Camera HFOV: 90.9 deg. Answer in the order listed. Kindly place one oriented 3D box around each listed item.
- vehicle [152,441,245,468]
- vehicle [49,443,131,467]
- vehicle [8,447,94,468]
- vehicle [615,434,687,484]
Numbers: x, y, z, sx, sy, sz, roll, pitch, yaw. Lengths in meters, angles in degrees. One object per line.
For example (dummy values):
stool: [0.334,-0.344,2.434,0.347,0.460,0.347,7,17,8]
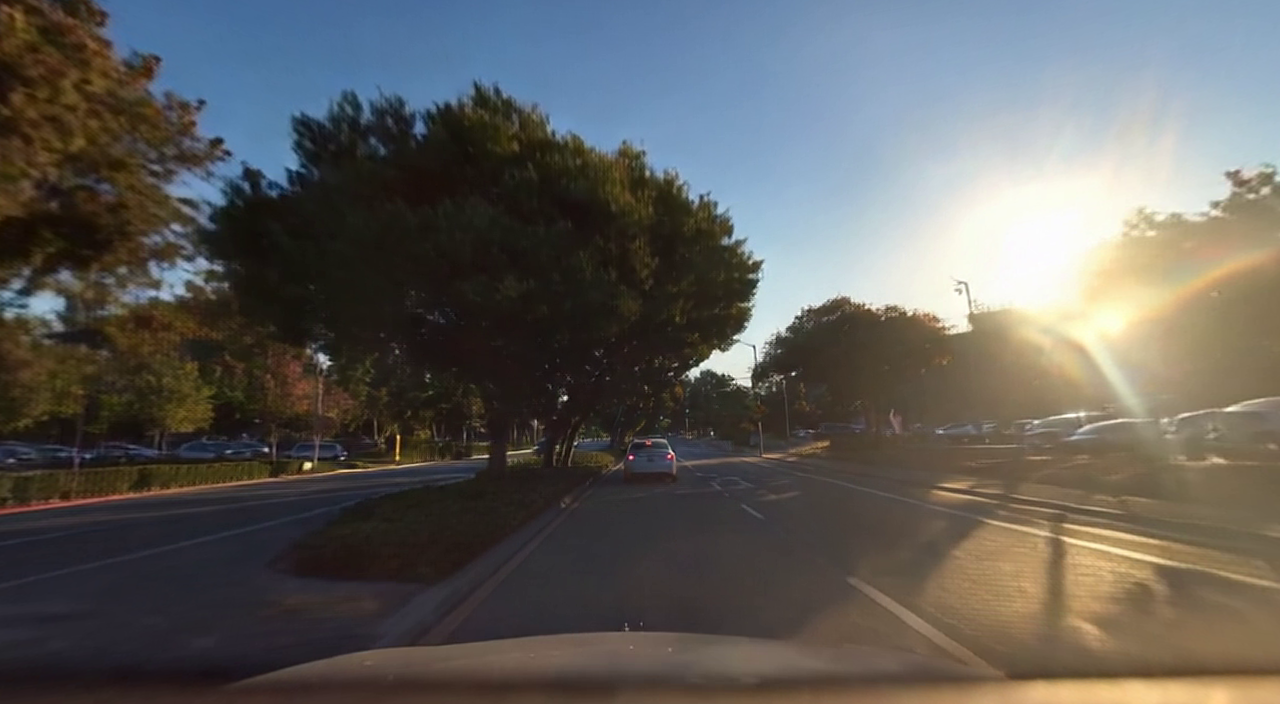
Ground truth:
vehicle: [-30.122,6.980,43.135,4.764,1.786,2.091,0,-8,0]
vehicle: [-42.399,7.914,48.646,4.334,1.769,1.975,0,-8,-2]
vehicle: [-42.834,7.663,45.915,4.329,1.456,1.790,0,-8,-2]
vehicle: [0.282,3.423,20.507,2.093,1.442,3.977,0,-8,-1]
